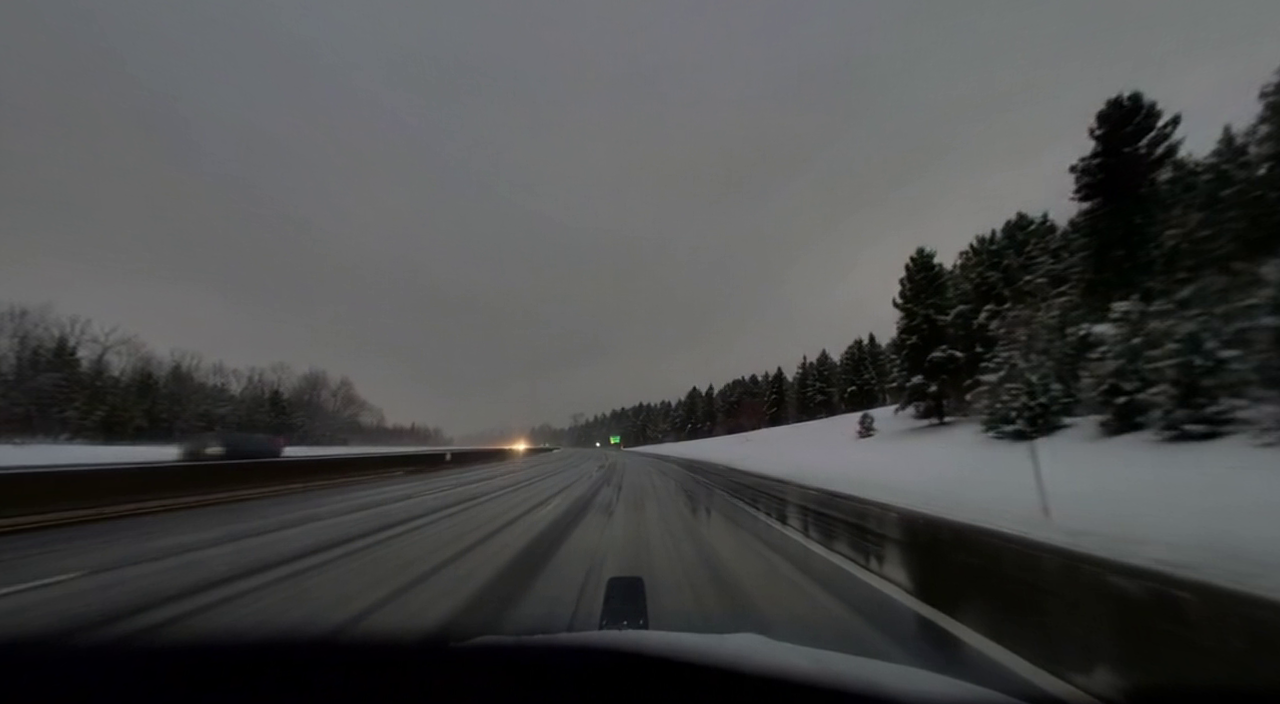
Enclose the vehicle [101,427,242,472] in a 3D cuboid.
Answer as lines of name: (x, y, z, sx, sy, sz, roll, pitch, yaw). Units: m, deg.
vehicle: (-17.469, 3.681, 23.739, 2.032, 1.520, 4.280, 0, -9, 0)
